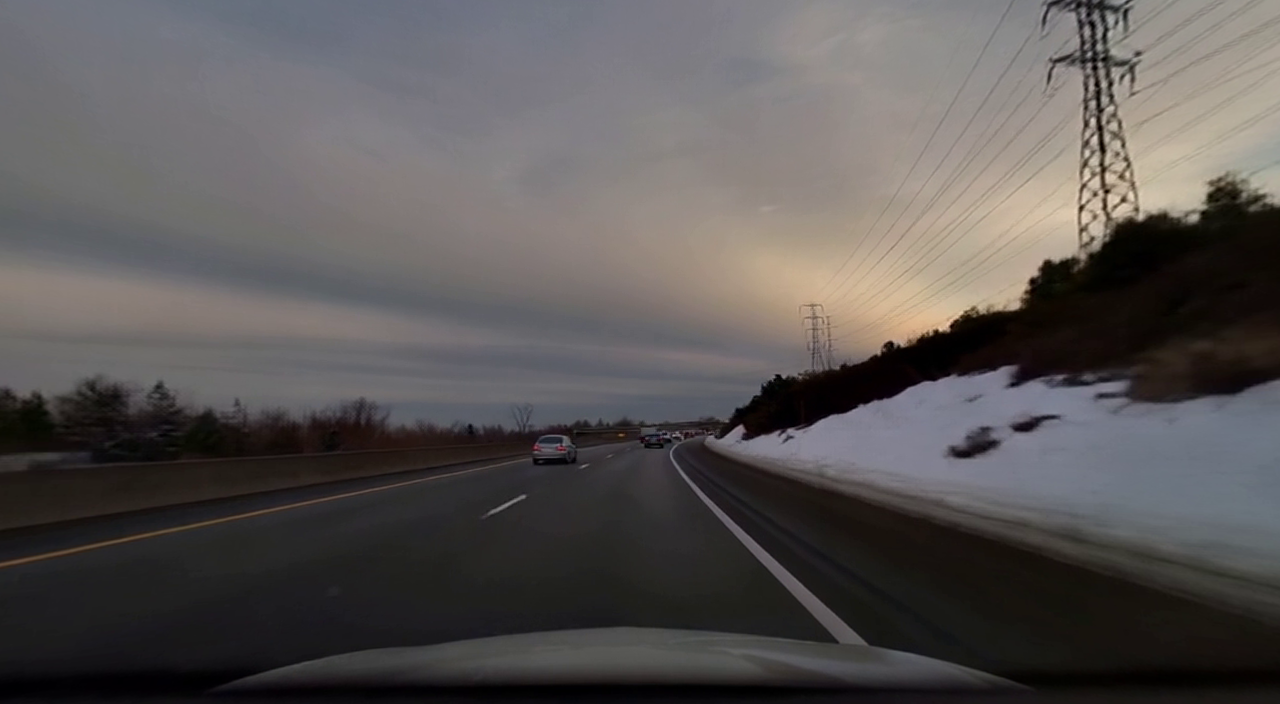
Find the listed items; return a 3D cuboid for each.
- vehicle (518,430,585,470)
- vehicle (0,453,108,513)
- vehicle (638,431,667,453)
[{"bbox_3d":[-3.551,4.002,26.005,2.030,1.522,4.250,0,-8,2],"label":"vehicle"},{"bbox_3d":[-18.519,3.789,18.350,1.912,1.514,4.589,0,-8,0],"label":"vehicle"},{"bbox_3d":[0.971,6.802,47.573,2.077,1.523,4.206,0,-8,3],"label":"vehicle"}]
